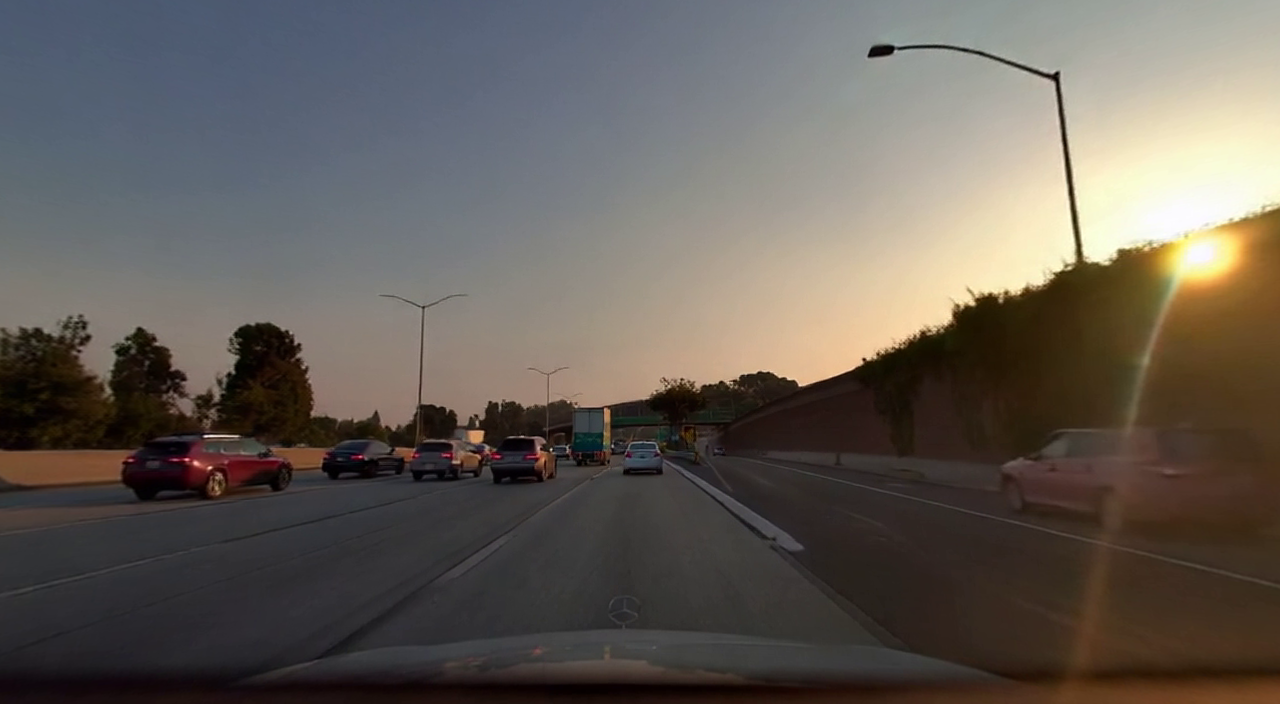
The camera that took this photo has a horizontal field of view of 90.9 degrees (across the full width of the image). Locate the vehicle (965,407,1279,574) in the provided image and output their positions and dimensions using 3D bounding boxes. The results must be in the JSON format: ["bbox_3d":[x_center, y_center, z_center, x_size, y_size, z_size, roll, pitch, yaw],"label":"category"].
[{"bbox_3d":[6.719,1.770,8.857,2.026,1.718,4.522,0,-8,2],"label":"vehicle"}]

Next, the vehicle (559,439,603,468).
[{"bbox_3d":[-3.619,6.320,39.515,2.243,1.683,4.178,0,-8,1],"label":"vehicle"}]

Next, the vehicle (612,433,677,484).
[{"bbox_3d":[0.173,3.882,23.293,2.180,1.716,3.920,0,-8,1],"label":"vehicle"}]

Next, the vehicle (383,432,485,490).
[{"bbox_3d":[-6.917,3.695,21.668,1.998,1.770,4.222,0,-8,1],"label":"vehicle"}]

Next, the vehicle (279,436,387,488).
[{"bbox_3d":[-10.918,3.921,22.768,1.863,1.696,3.885,0,-8,1],"label":"vehicle"}]

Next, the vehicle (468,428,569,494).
[{"bbox_3d":[-3.619,3.359,19.798,2.125,1.792,4.466,0,-8,2],"label":"vehicle"}]

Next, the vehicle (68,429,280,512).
[{"bbox_3d":[-11.175,2.842,15.628,1.871,1.747,4.342,0,-8,0],"label":"vehicle"}]
